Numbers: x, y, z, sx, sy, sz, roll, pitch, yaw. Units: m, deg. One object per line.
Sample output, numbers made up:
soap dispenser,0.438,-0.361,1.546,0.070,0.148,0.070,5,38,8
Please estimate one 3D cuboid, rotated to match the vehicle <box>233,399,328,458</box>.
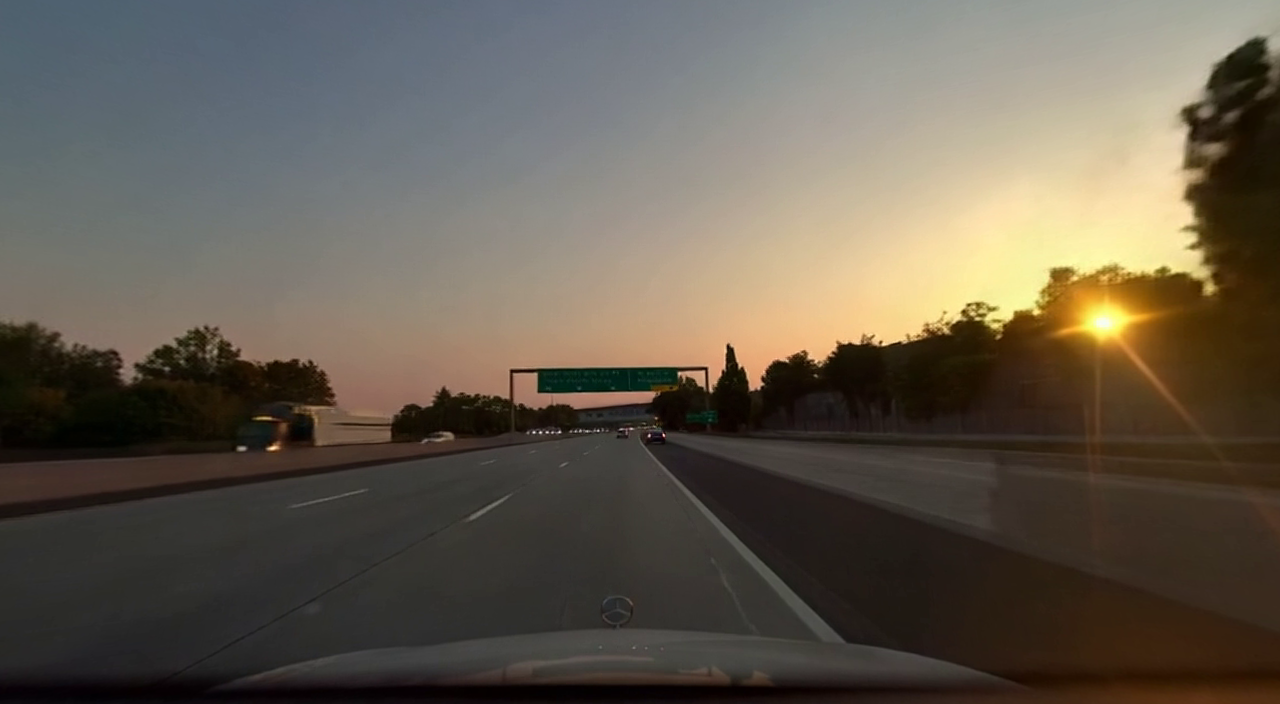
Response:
vehicle,-24.523,5.286,43.324,2.795,3.751,6.450,1,-7,-2
